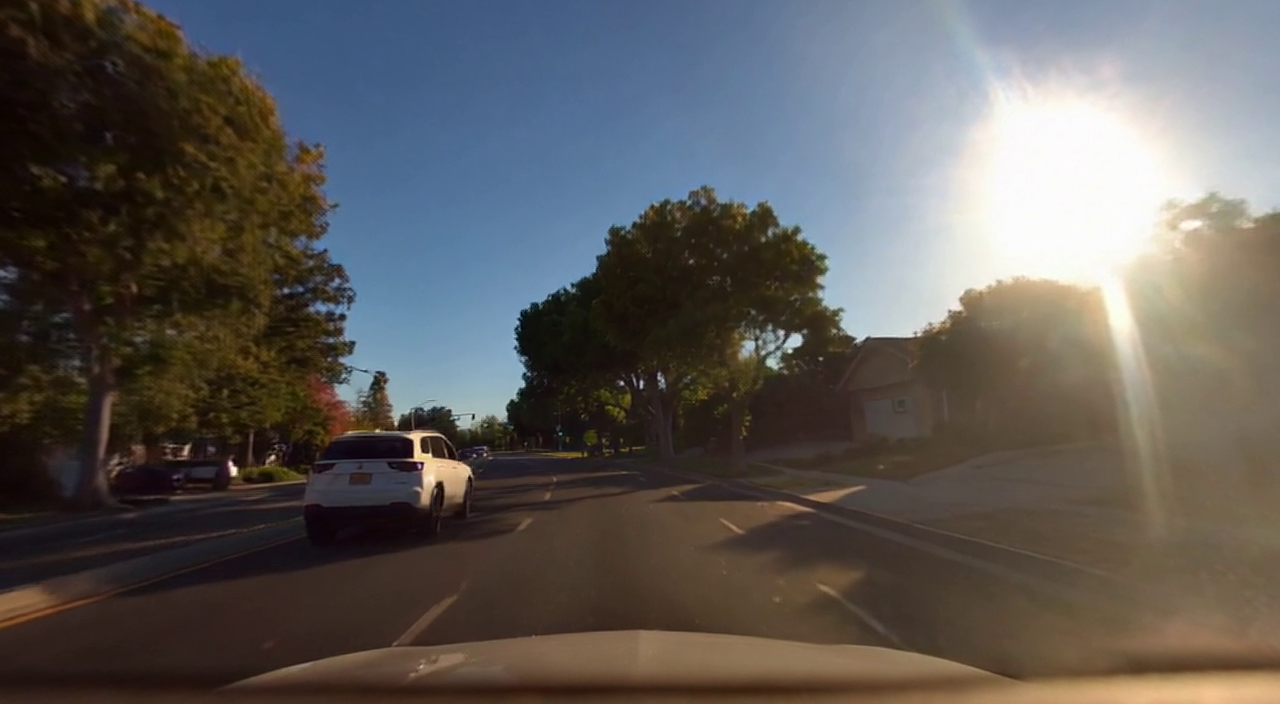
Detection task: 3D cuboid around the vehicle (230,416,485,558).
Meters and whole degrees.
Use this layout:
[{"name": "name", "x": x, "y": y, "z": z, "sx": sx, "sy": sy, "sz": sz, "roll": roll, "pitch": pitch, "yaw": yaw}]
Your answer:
[{"name": "vehicle", "x": -4.099, "y": 2.028, "z": 10.237, "sx": 2.175, "sy": 1.772, "sz": 4.442, "roll": 0, "pitch": -8, "yaw": -2}]

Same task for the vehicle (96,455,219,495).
[{"name": "vehicle", "x": -25.625, "y": 6.506, "z": 33.715, "sx": 4.809, "sy": 1.471, "sz": 2.012, "roll": -5, "pitch": -8, "yaw": -10}]
